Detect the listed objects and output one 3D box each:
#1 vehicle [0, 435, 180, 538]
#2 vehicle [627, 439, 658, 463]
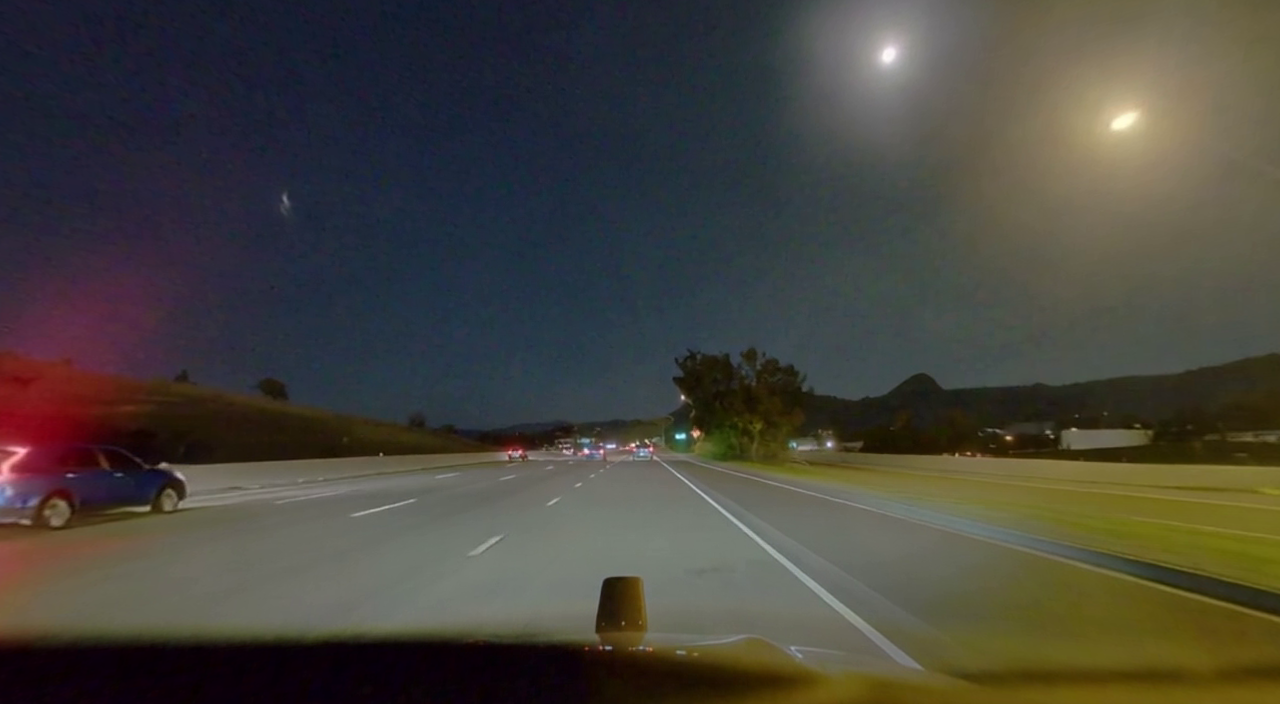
[{"bbox_3d":[-11.313,2.447,11.989,2.005,1.649,4.022,-1,-8,1],"label":"vehicle"},{"bbox_3d":[0.161,7.569,48.166,2.194,1.737,4.127,0,-8,-1],"label":"vehicle"}]
